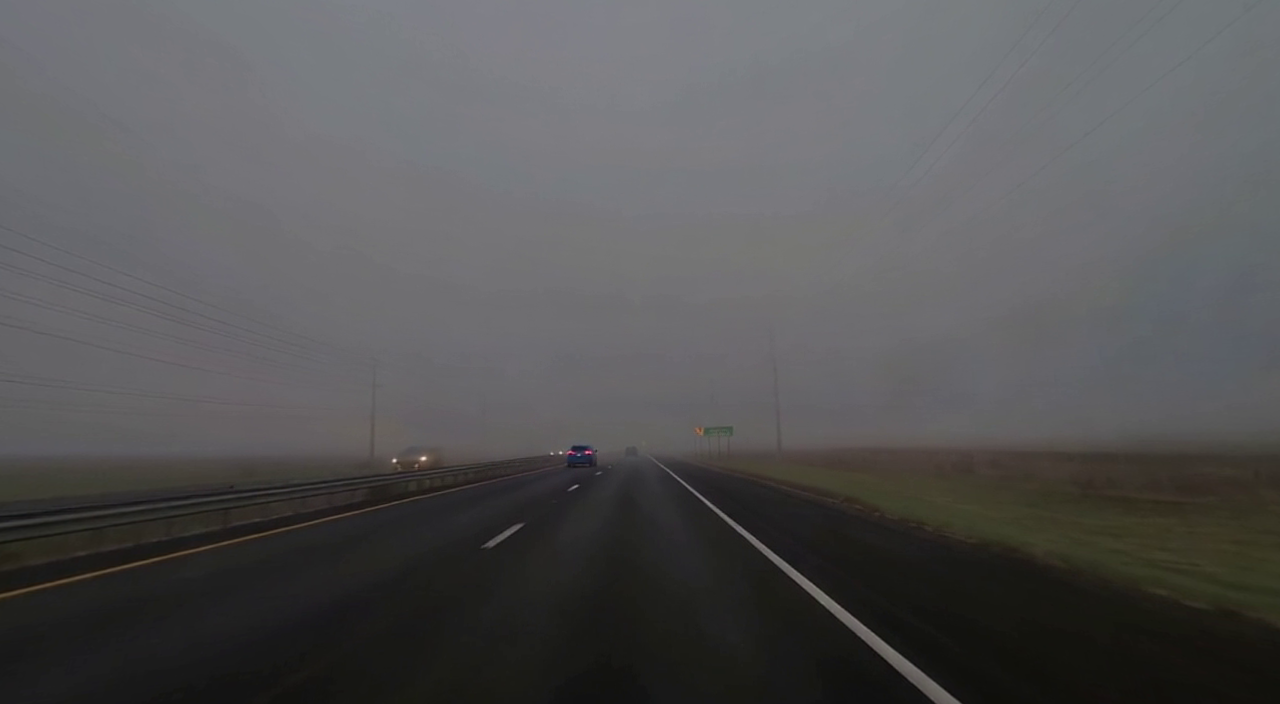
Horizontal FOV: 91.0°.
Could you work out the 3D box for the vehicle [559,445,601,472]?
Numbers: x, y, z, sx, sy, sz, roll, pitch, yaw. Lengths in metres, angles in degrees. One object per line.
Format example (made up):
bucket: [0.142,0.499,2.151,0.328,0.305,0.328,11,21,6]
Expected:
vehicle: [-3.660,6.597,39.130,2.106,1.543,4.465,0,-9,1]
